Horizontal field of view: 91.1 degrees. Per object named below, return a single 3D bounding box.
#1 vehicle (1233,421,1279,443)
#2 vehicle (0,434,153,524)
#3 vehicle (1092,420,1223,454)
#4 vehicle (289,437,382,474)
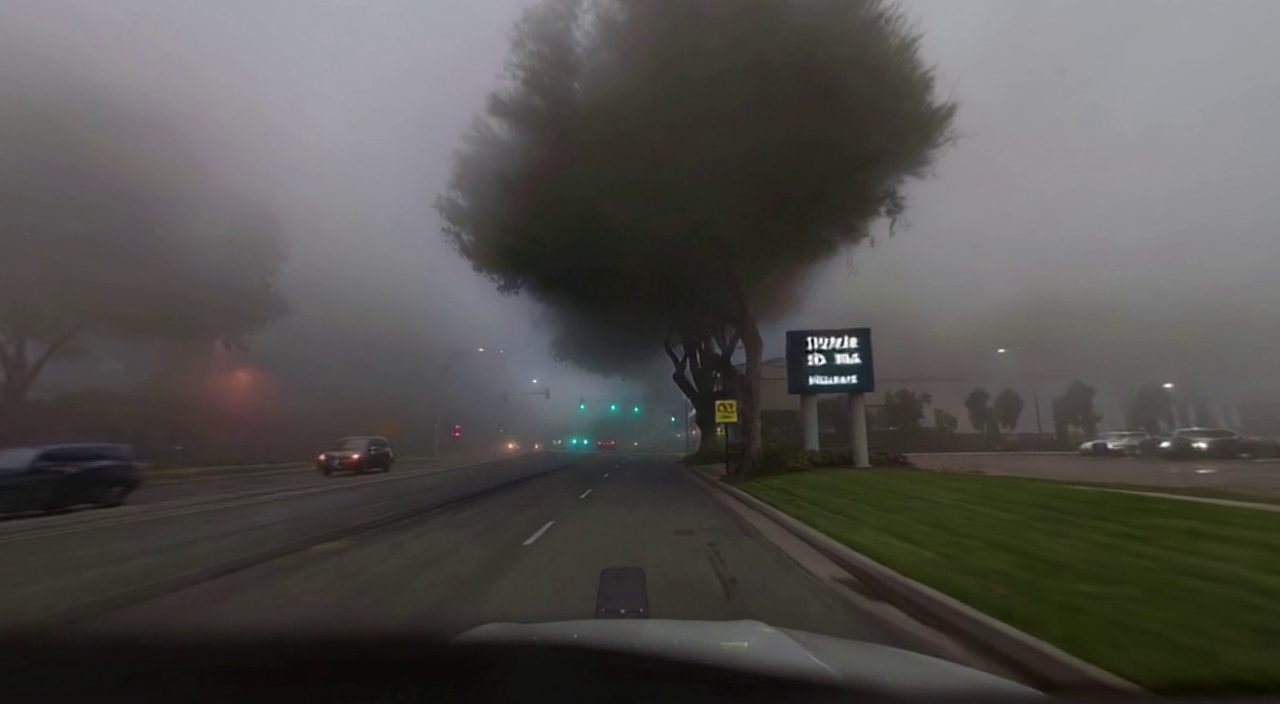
[{"bbox_3d":[45.242,5.674,44.581,4.301,1.498,1.875,0,-8,0],"label":"vehicle"},{"bbox_3d":[-12.050,2.323,11.741,2.078,1.532,4.627,0,-8,1],"label":"vehicle"},{"bbox_3d":[25.290,4.184,30.796,4.649,1.611,1.945,0,-8,0],"label":"vehicle"},{"bbox_3d":[-16.757,5.709,34.938,2.221,1.832,5.572,0,-8,2],"label":"vehicle"}]
